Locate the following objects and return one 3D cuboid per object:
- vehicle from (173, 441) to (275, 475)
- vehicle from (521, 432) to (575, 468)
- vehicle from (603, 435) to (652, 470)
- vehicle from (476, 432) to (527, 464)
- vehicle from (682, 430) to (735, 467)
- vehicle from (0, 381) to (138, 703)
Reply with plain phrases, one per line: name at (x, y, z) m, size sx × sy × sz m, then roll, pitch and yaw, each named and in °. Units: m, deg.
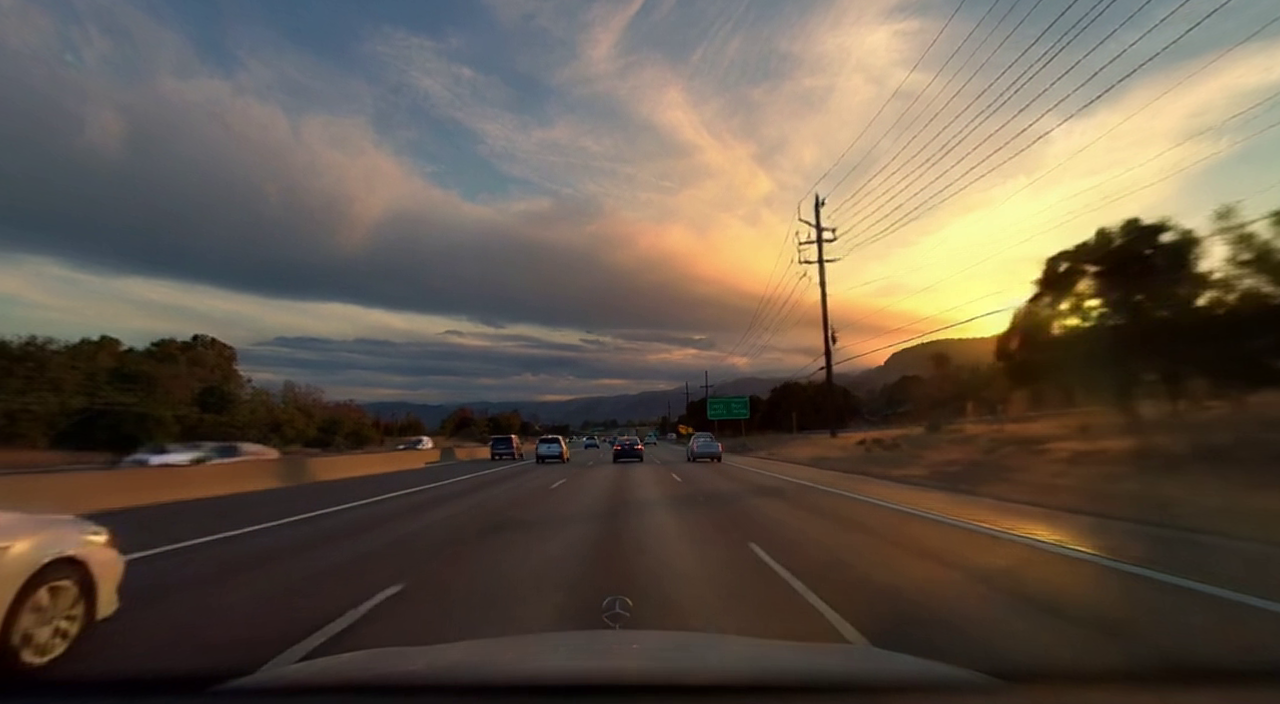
vehicle at (-19.543, 4.979, 29.895) m, size 1.806 × 1.407 × 4.562 m, roll 0°, pitch -8°, yaw -1°
vehicle at (-4.377, 4.694, 30.524) m, size 1.901 × 1.601 × 4.610 m, roll 0°, pitch -8°, yaw 0°
vehicle at (-0.565, 4.544, 28.742) m, size 2.086 × 1.488 × 3.440 m, roll 0°, pitch -8°, yaw -2°
vehicle at (-7.764, 5.408, 35.775) m, size 1.980 × 1.678 × 4.255 m, roll 0°, pitch -8°, yaw -1°
vehicle at (3.287, 4.756, 31.296) m, size 1.950 × 1.695 × 4.446 m, roll 1°, pitch -8°, yaw -2°
vehicle at (-4.173, 0.777, 1.835) m, size 2.004 × 1.607 × 4.161 m, roll 0°, pitch -8°, yaw -1°
